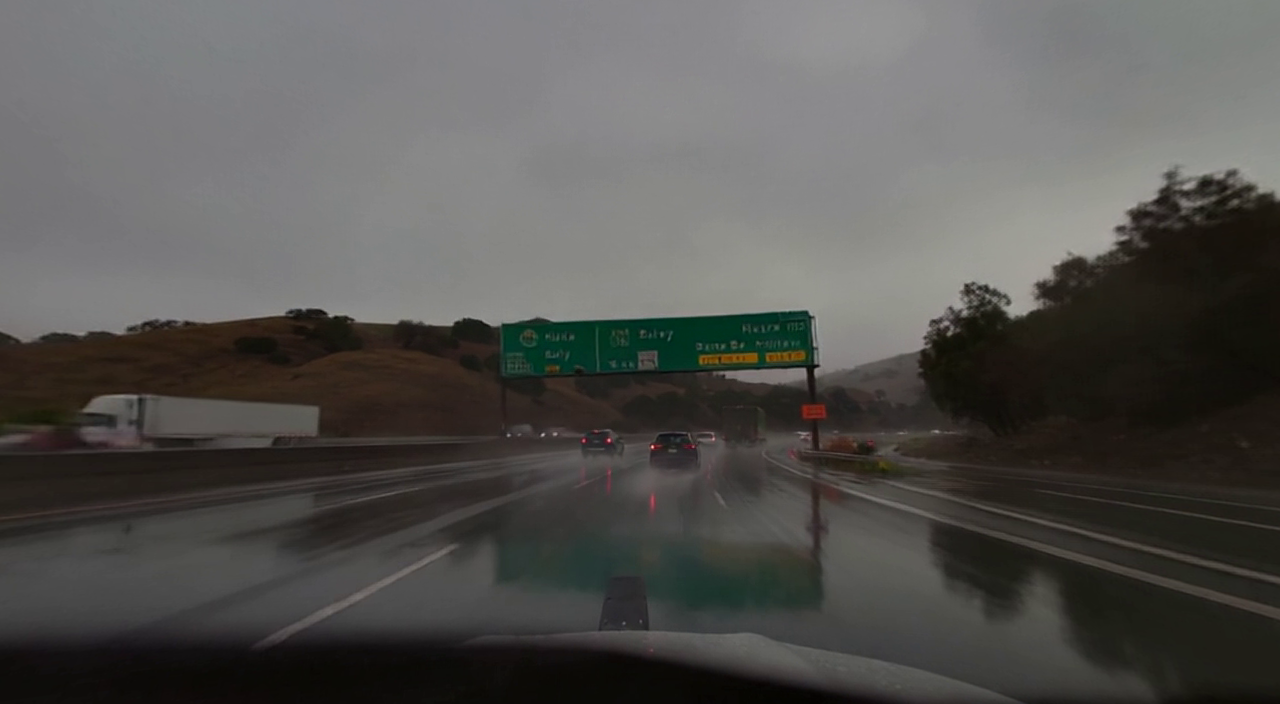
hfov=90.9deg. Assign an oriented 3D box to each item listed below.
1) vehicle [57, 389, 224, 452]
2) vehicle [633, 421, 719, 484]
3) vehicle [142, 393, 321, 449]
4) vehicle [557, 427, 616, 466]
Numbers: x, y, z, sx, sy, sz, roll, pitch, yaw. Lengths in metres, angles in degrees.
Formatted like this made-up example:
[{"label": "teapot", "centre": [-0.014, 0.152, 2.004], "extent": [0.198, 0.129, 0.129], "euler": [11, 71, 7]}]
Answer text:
[{"label": "vehicle", "centre": [-31.454, 4.550, 40.395], "extent": [3.058, 3.587, 8.301], "euler": [-1, -8, 7]}, {"label": "vehicle", "centre": [1.172, 3.247, 20.598], "extent": [2.484, 1.820, 4.497], "euler": [-1, -8, 4]}, {"label": "vehicle", "centre": [-30.271, 5.519, 48.179], "extent": [2.795, 3.678, 13.742], "euler": [-1, -8, 9]}, {"label": "vehicle", "centre": [-2.514, 4.598, 30.779], "extent": [2.077, 1.712, 4.406], "euler": [-1, -8, 6]}]
